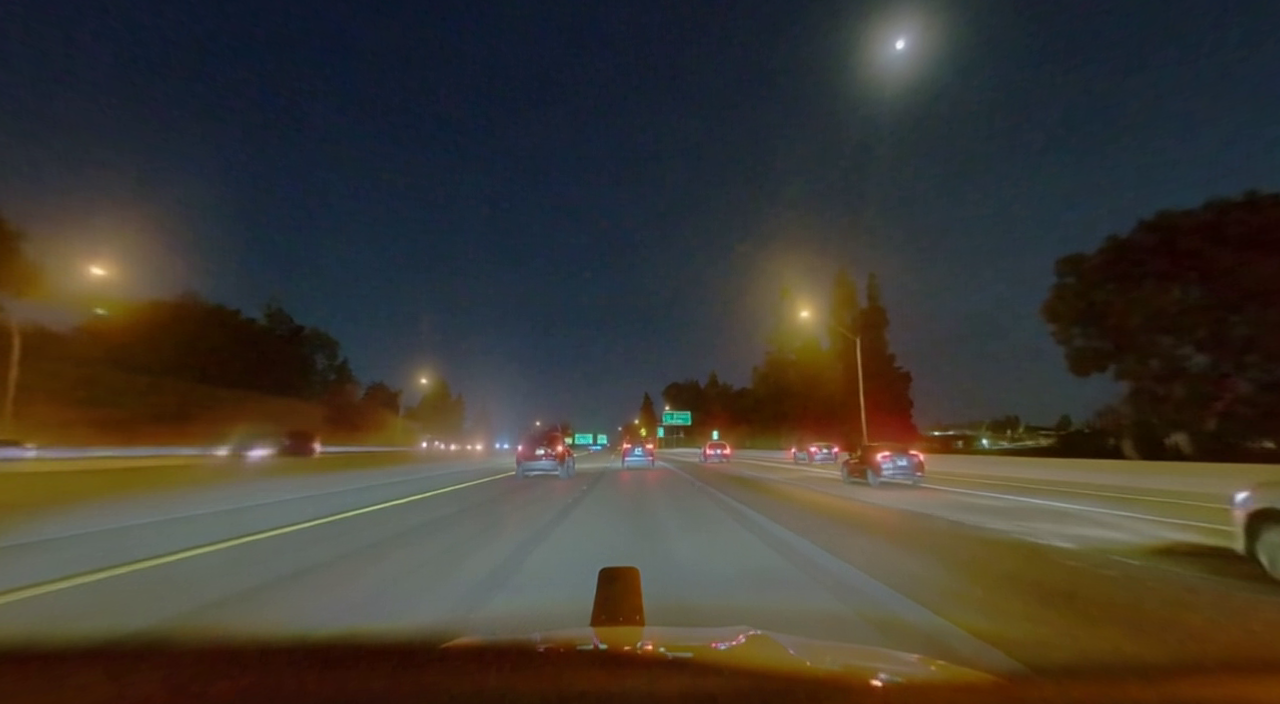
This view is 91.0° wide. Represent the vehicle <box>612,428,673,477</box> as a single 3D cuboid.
[{"bbox_3d":[0.093,3.893,24.487,2.181,1.728,3.970,0,-8,0],"label":"vehicle"}]

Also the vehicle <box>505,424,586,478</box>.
[{"bbox_3d":[-3.328,3.640,23.301,2.199,1.777,4.790,0,-8,1],"label":"vehicle"}]

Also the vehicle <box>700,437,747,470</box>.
[{"bbox_3d":[4.614,5.682,35.367,2.022,1.682,4.226,0,-8,0],"label":"vehicle"}]

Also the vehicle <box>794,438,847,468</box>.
[{"bbox_3d":[11.298,6.360,39.811,2.010,1.765,4.375,1,-9,-1],"label":"vehicle"}]

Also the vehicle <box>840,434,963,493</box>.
[{"bbox_3d":[7.744,3.339,19.132,1.989,1.569,3.964,0,-9,0],"label":"vehicle"}]

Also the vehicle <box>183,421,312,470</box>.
[{"bbox_3d":[-14.188,3.432,23.115,1.885,1.593,4.292,0,-8,1],"label":"vehicle"}]
